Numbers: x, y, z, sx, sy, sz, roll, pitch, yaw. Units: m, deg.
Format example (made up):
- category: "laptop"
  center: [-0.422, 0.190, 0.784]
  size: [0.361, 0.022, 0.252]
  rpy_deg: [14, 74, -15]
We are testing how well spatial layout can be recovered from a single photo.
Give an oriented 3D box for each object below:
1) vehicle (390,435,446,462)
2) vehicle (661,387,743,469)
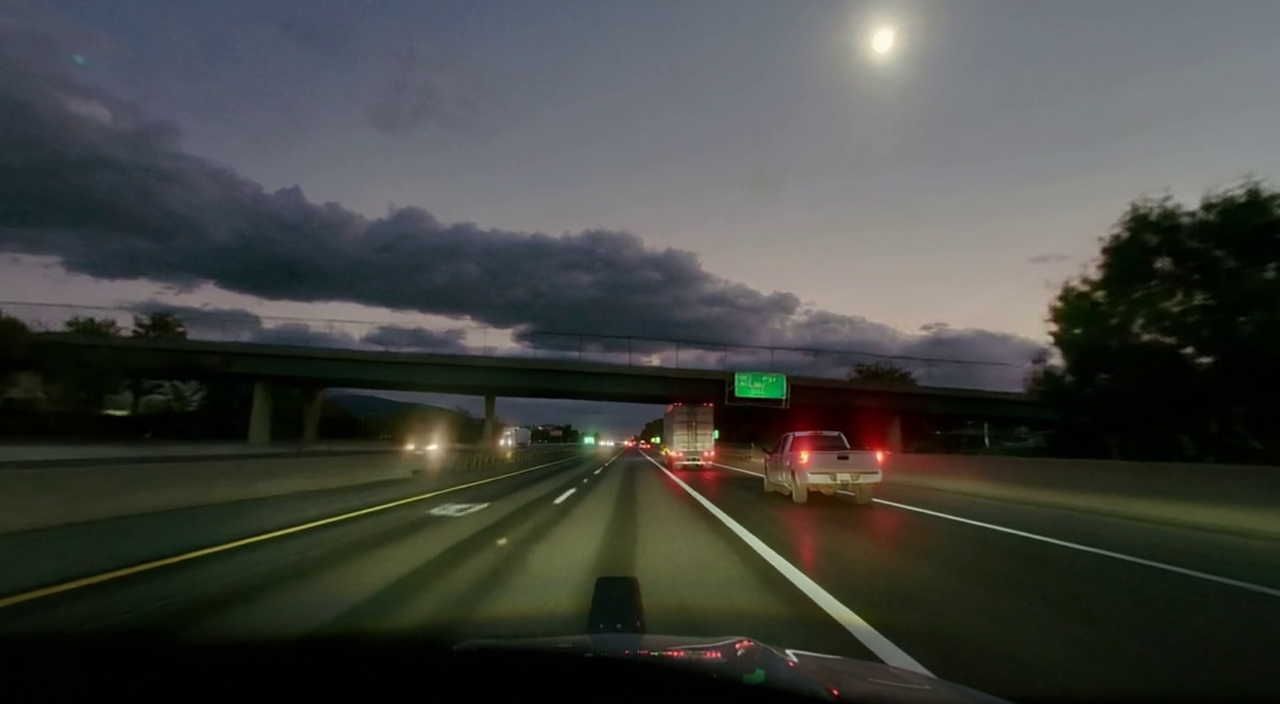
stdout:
- category: "vehicle"
  center: [-12.352, 5.394, 35.308]
  size: [1.788, 1.438, 3.945]
  rpy_deg: [0, -9, -1]
- category: "vehicle"
  center: [3.510, 5.048, 40.253]
  size: [3.323, 4.262, 14.056]
  rpy_deg: [0, -9, -2]
